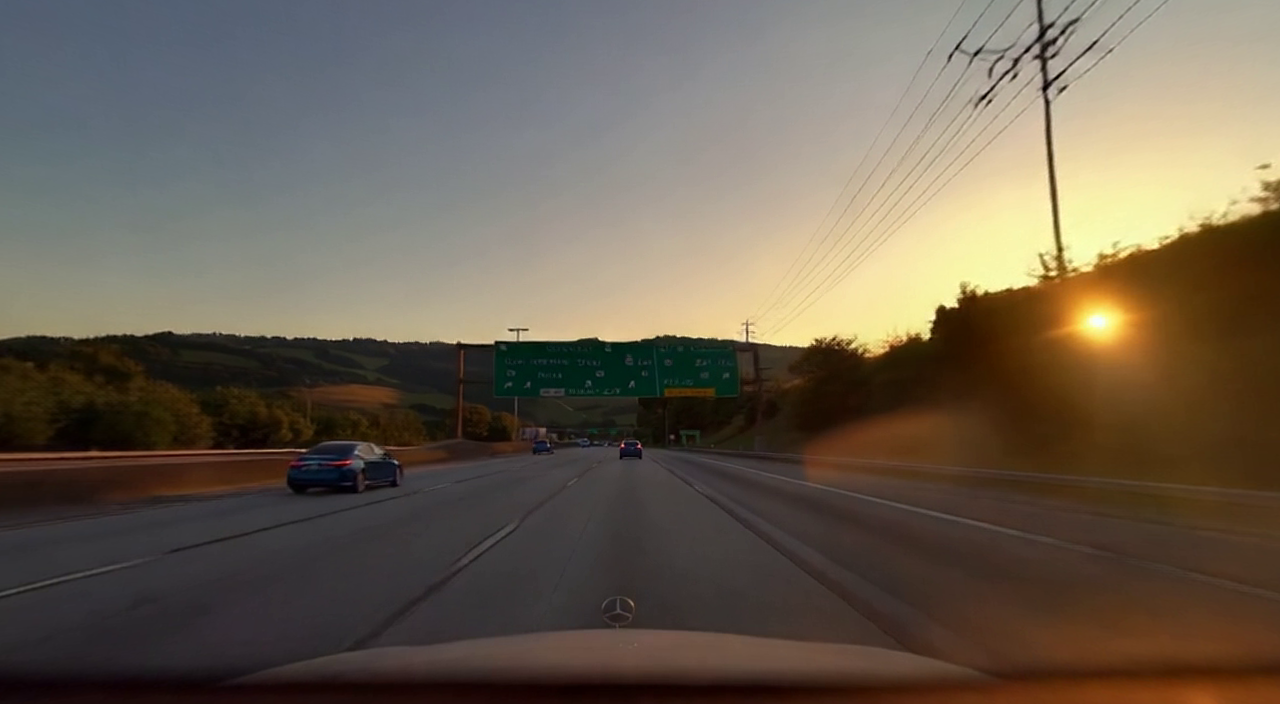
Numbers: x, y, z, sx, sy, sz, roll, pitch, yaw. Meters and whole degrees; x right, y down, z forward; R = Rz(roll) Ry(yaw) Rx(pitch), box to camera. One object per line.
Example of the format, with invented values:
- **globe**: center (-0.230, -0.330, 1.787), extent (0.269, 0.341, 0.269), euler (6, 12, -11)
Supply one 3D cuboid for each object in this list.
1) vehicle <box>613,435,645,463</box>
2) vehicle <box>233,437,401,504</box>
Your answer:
- **vehicle**: center (-0.747, 6.386, 41.478), extent (2.040, 1.715, 3.906), euler (0, -8, -1)
- **vehicle**: center (-7.815, 2.877, 15.823), extent (1.949, 1.428, 4.408), euler (0, -8, -1)
